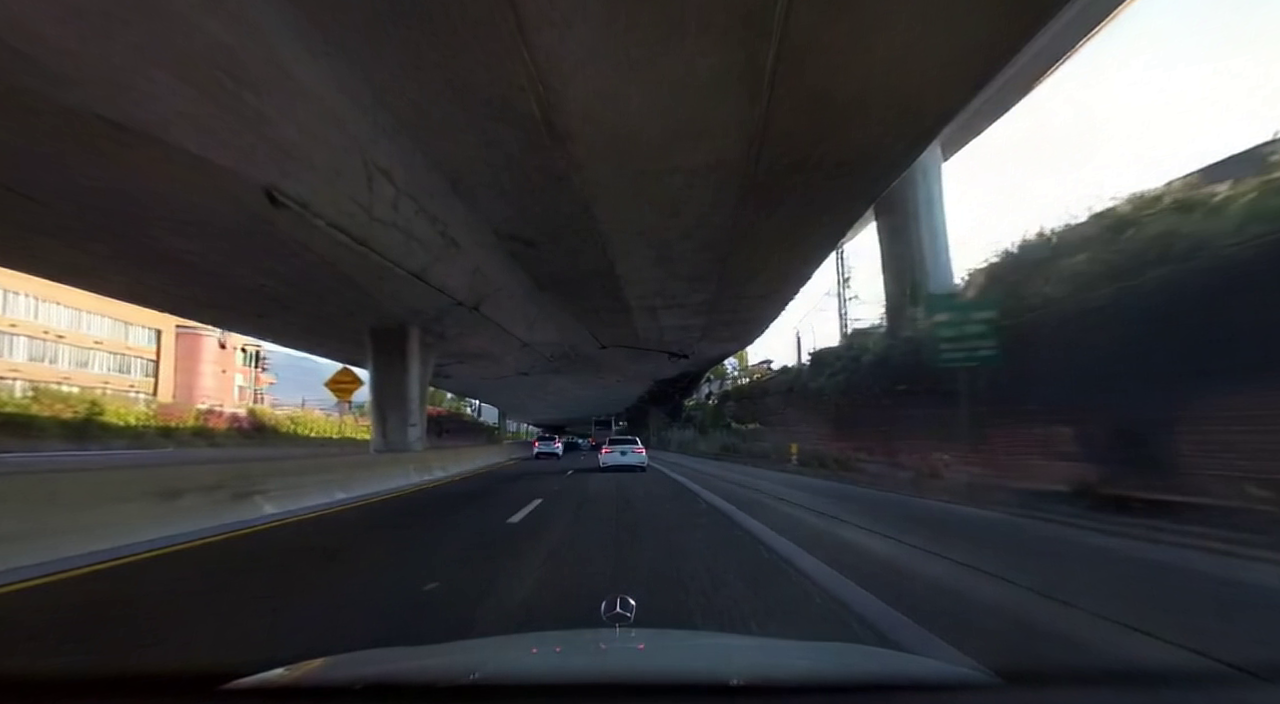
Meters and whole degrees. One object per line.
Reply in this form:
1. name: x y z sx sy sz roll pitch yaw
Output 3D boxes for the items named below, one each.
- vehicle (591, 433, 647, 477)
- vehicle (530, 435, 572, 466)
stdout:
1. vehicle: -0.866 4.134 25.540 2.078 1.608 3.982 0 -8 -3
2. vehicle: -5.290 5.890 37.929 2.080 1.733 4.410 0 -8 -3
